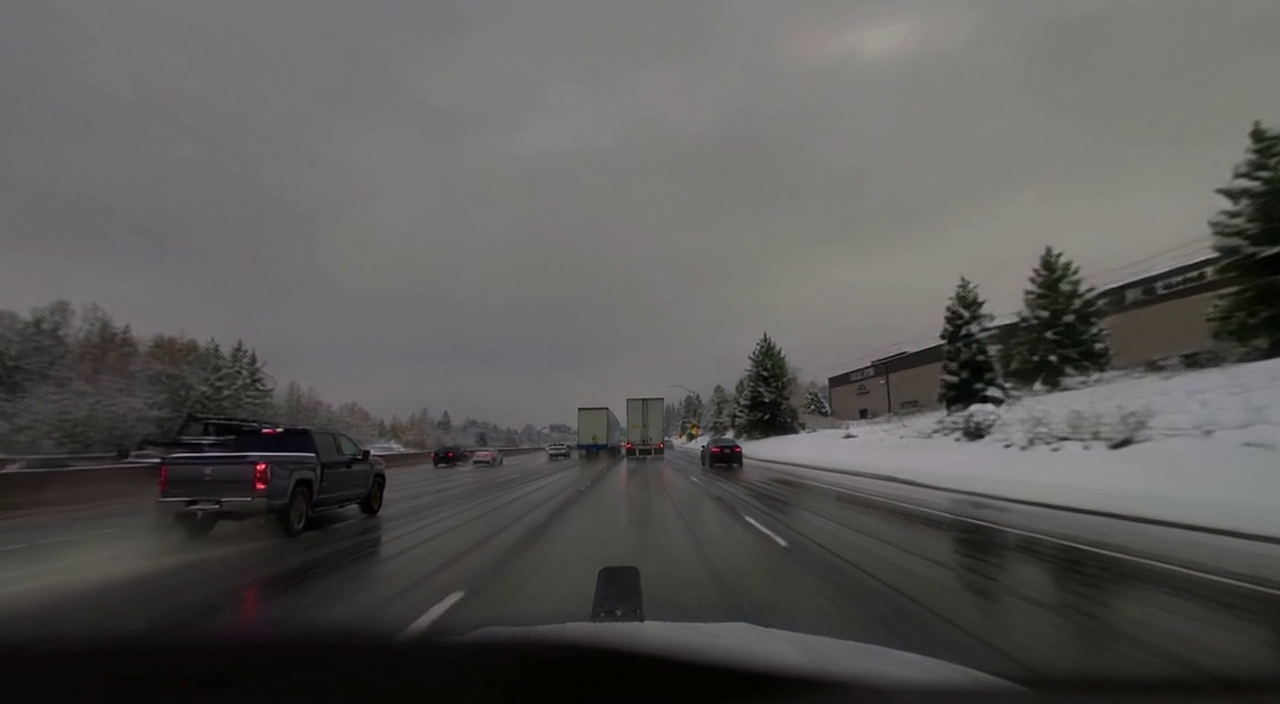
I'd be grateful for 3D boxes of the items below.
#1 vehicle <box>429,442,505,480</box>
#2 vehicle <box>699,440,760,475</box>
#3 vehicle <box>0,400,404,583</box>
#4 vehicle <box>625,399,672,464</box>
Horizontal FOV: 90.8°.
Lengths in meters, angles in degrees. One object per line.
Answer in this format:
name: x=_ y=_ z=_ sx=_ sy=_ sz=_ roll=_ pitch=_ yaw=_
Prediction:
vehicle: x=-7.272 y=4.606 z=27.003 sx=1.891 sy=1.460 sz=4.506 roll=0 pitch=-9 yaw=1
vehicle: x=3.898 y=4.668 z=28.112 sx=2.006 sy=1.452 sz=4.246 roll=0 pitch=-9 yaw=-1
vehicle: x=-5.142 y=1.686 z=8.389 sx=2.122 sy=1.754 sz=4.379 roll=0 pitch=-9 yaw=3
vehicle: x=0.498 y=5.828 z=45.374 sx=2.969 sy=4.104 sz=10.906 roll=0 pitch=-9 yaw=0
